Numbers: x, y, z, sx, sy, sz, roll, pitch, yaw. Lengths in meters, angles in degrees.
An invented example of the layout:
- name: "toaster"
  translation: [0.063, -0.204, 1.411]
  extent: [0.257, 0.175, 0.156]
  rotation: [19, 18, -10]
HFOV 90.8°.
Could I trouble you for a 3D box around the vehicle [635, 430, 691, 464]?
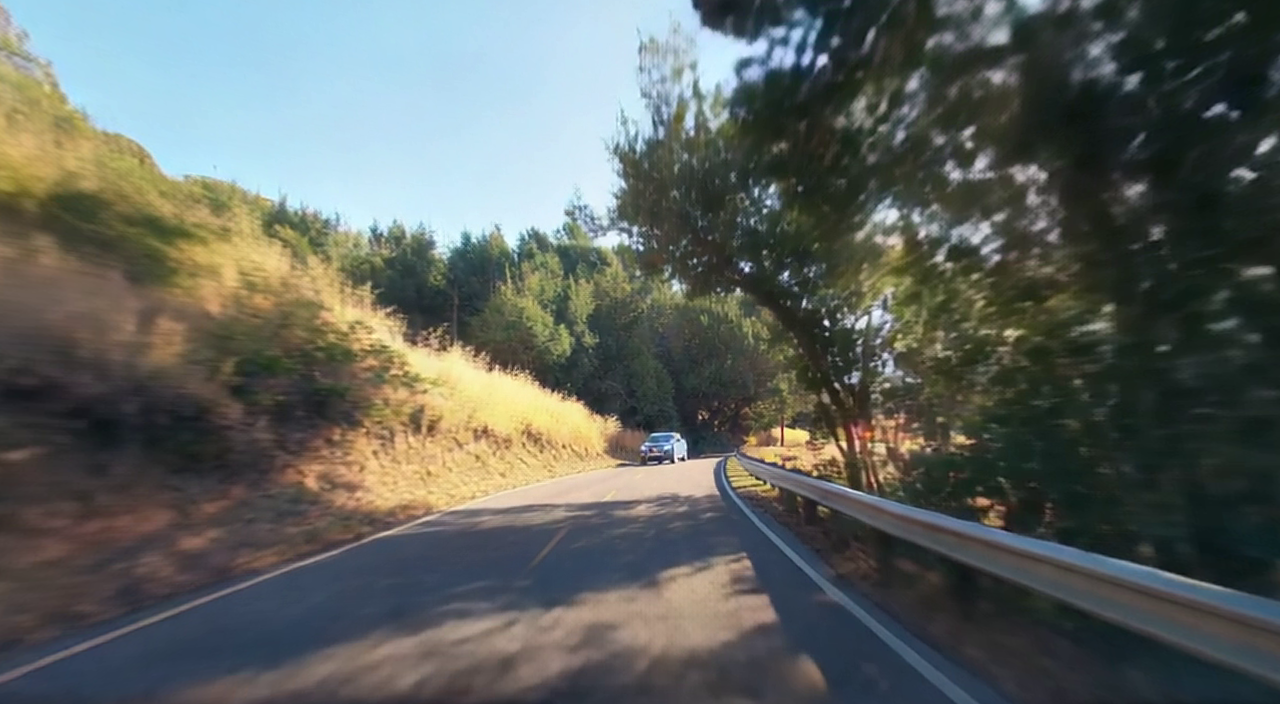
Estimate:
- name: "vehicle"
  translation: [1.429, 5.457, 36.269]
  extent: [2.251, 1.799, 4.776]
  rotation: [-3, -9, 14]
